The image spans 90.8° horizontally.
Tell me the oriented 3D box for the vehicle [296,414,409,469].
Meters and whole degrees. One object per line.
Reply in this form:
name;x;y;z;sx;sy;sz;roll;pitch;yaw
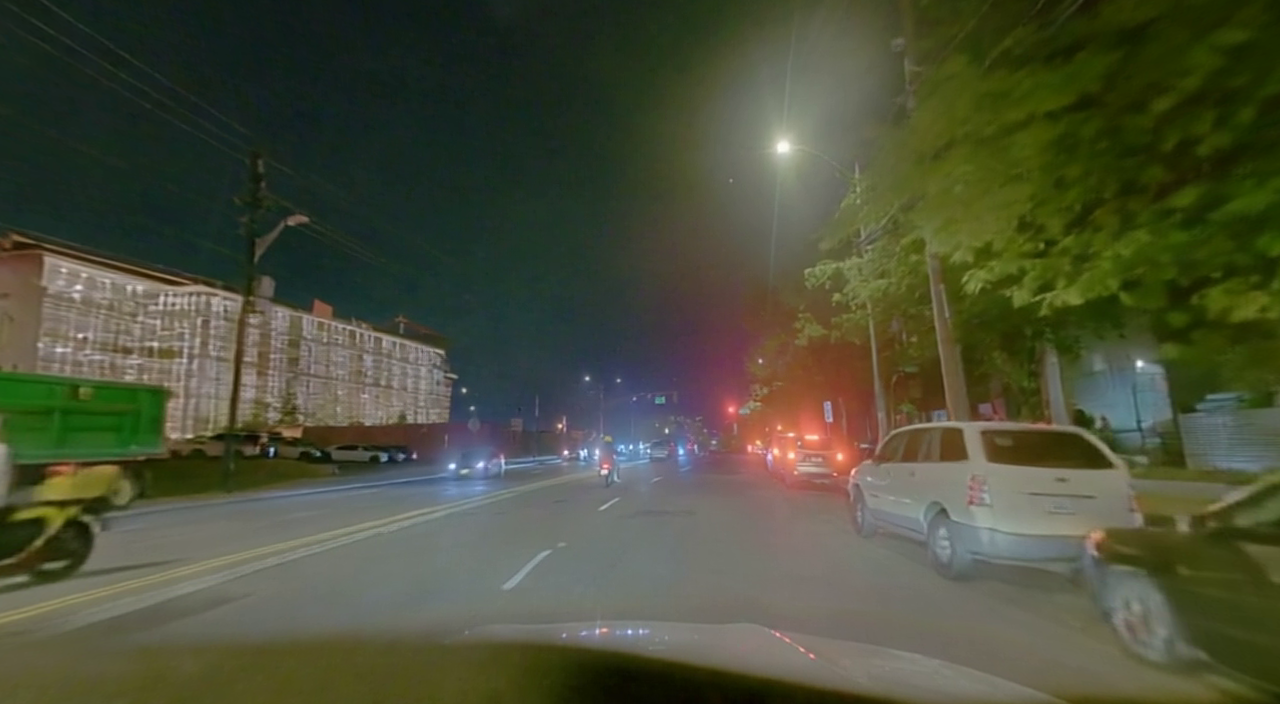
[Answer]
vehicle;-19.861;6.246;44.473;3.283;3.441;8.669;-2;-8;5

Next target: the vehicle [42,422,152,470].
vehicle;-42.417;7.387;49.780;3.045;3.446;8.002;2;-8;-14

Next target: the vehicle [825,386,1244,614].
vehicle;3.978;1.572;7.841;2.171;1.832;5.180;-1;-8;5

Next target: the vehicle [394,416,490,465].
vehicle;-13.867;6.376;45.361;2.990;3.144;9.080;-1;-8;7

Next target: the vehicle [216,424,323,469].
vehicle;-26.033;6.674;44.822;2.933;2.907;6.416;-2;-8;10

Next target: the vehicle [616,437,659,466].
vehicle;-0.074;5.912;37.661;1.925;1.602;4.090;-2;-8;9

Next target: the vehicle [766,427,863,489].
vehicle;5.722;3.538;21.486;2.387;1.820;5.286;-1;-8;7

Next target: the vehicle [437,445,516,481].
vehicle;-7.614;5.184;29.924;1.905;1.536;4.714;-1;-8;8

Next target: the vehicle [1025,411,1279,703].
vehicle;3.727;0.930;2.298;1.826;1.469;4.608;0;-8;1
